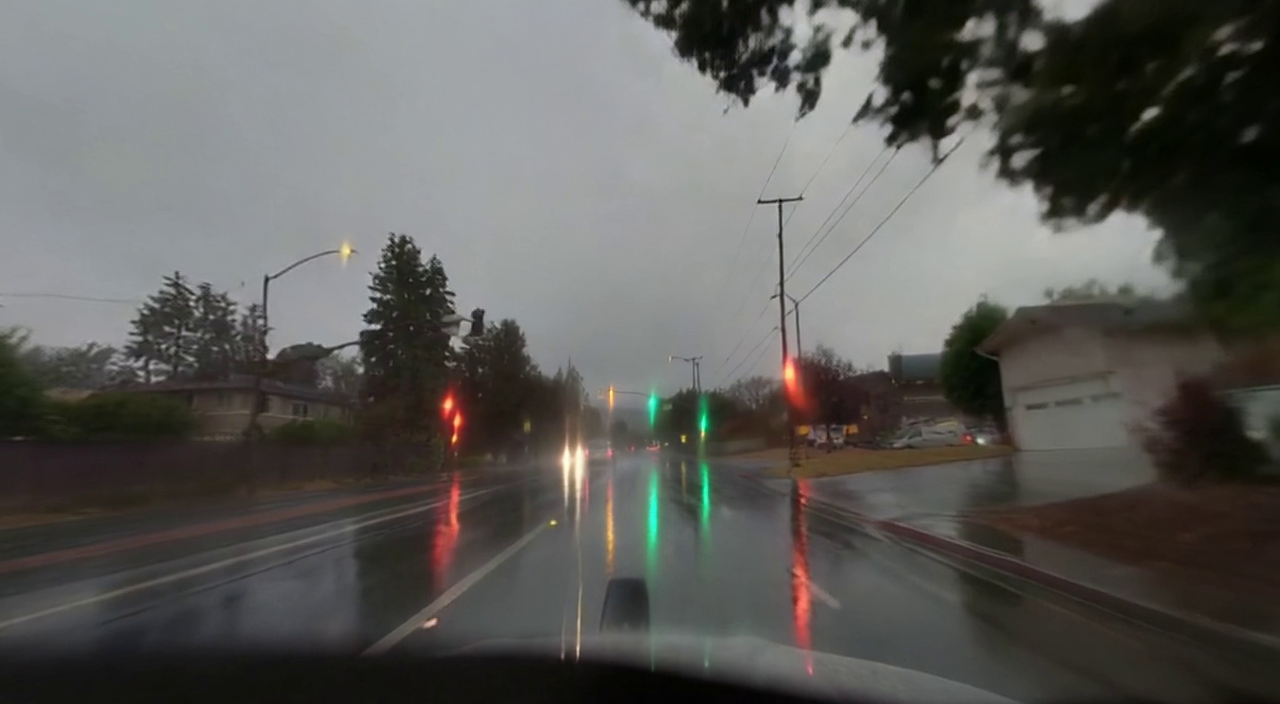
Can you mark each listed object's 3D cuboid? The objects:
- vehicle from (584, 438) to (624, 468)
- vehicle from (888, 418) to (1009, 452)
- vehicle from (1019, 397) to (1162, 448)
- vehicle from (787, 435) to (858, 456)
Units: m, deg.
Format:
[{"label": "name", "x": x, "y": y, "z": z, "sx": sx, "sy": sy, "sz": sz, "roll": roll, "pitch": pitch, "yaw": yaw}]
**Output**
[{"label": "vehicle", "x": -2.145, "y": 6.258, "z": 39.149, "sx": 2.084, "sy": 1.701, "sz": 4.734, "roll": 0, "pitch": -8, "yaw": 2}, {"label": "vehicle", "x": 19.132, "y": 5.213, "z": 39.305, "sx": 6.313, "sy": 2.043, "sz": 2.272, "roll": 0, "pitch": -8, "yaw": -3}, {"label": "vehicle", "x": 28.552, "y": 4.507, "z": 40.107, "sx": 7.116, "sy": 3.077, "sz": 2.655, "roll": 0, "pitch": -8, "yaw": -4}, {"label": "vehicle", "x": 13.676, "y": 7.029, "z": 47.368, "sx": 4.665, "sy": 1.498, "sz": 1.866, "roll": 0, "pitch": -9, "yaw": -2}]
